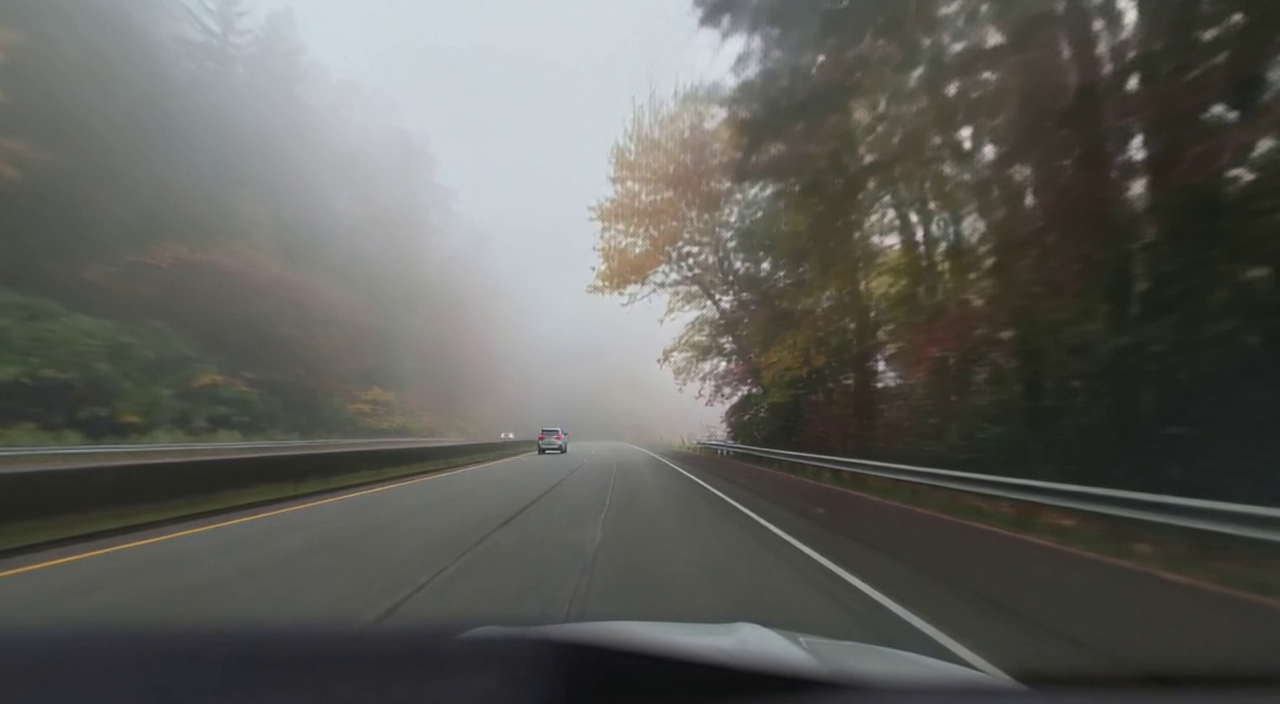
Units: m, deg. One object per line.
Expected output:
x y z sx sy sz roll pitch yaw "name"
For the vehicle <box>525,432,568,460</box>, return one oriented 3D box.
-5.519 5.607 37.692 2.073 1.559 4.393 0 -8 -2 "vehicle"
